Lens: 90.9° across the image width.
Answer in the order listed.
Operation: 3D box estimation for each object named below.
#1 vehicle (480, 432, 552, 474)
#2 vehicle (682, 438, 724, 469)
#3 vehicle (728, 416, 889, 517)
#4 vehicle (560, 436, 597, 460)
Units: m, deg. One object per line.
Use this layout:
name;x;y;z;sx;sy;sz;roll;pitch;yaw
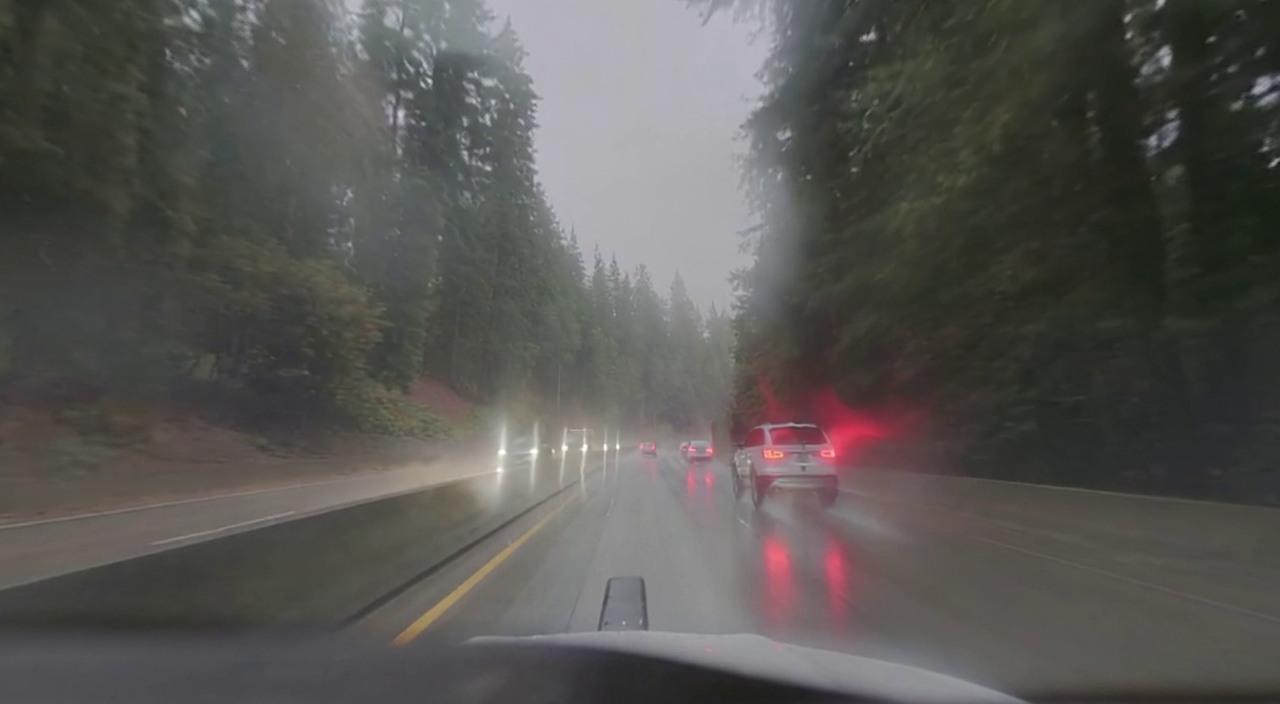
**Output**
vehicle;-5.301;4.386;27.631;2.146;1.707;4.326;0;-8;1
vehicle;3.704;6.064;37.836;2.112;1.708;4.380;0;-8;0
vehicle;3.529;2.505;14.370;2.270;1.897;4.822;0;-8;-1
vehicle;-4.437;7.009;46.318;2.054;1.683;4.384;0;-8;3
